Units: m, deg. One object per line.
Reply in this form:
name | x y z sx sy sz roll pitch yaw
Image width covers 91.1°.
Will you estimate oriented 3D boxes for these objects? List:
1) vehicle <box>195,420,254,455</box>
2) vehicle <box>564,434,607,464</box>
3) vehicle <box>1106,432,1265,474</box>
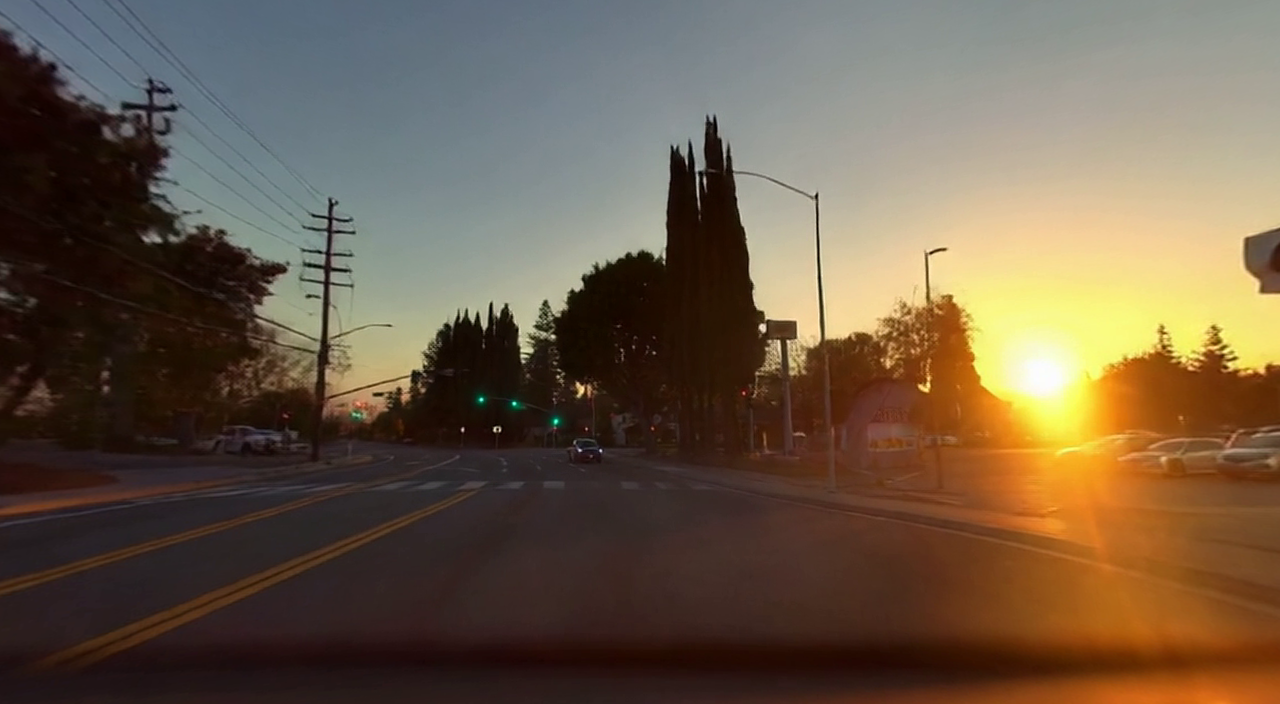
vehicle | -31.043 6.435 46.903 2.427 2.514 2.560 -4 -10 23
vehicle | -3.638 6.401 41.436 2.300 1.868 4.690 2 -9 -11
vehicle | 20.393 3.782 23.534 4.661 1.476 1.943 2 -9 -12
